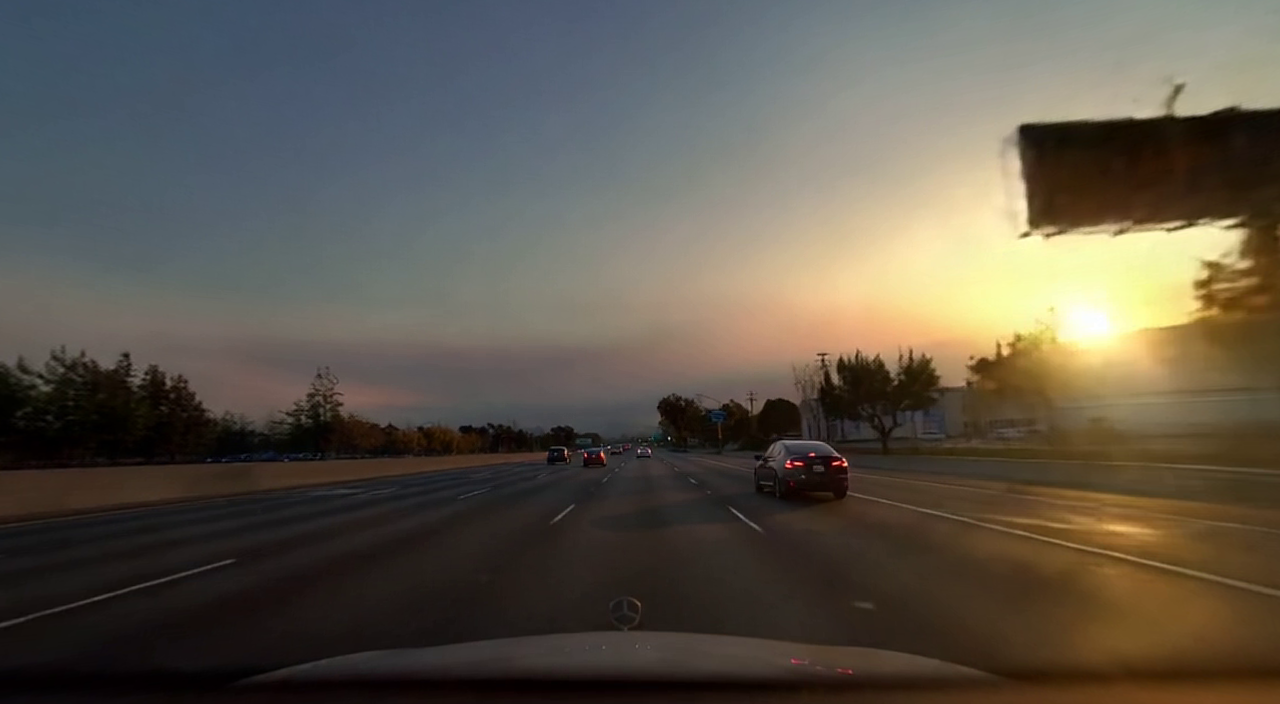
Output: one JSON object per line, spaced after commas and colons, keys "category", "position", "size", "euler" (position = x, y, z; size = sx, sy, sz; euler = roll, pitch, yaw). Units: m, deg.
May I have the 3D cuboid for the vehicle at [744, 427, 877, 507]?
{"category": "vehicle", "position": [4.205, 2.925, 16.459], "size": [2.109, 1.764, 4.704], "euler": [0, -9, -1]}

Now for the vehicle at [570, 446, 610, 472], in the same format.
{"category": "vehicle", "position": [-3.066, 6.723, 39.704], "size": [2.139, 1.510, 4.506], "euler": [0, -9, 0]}
